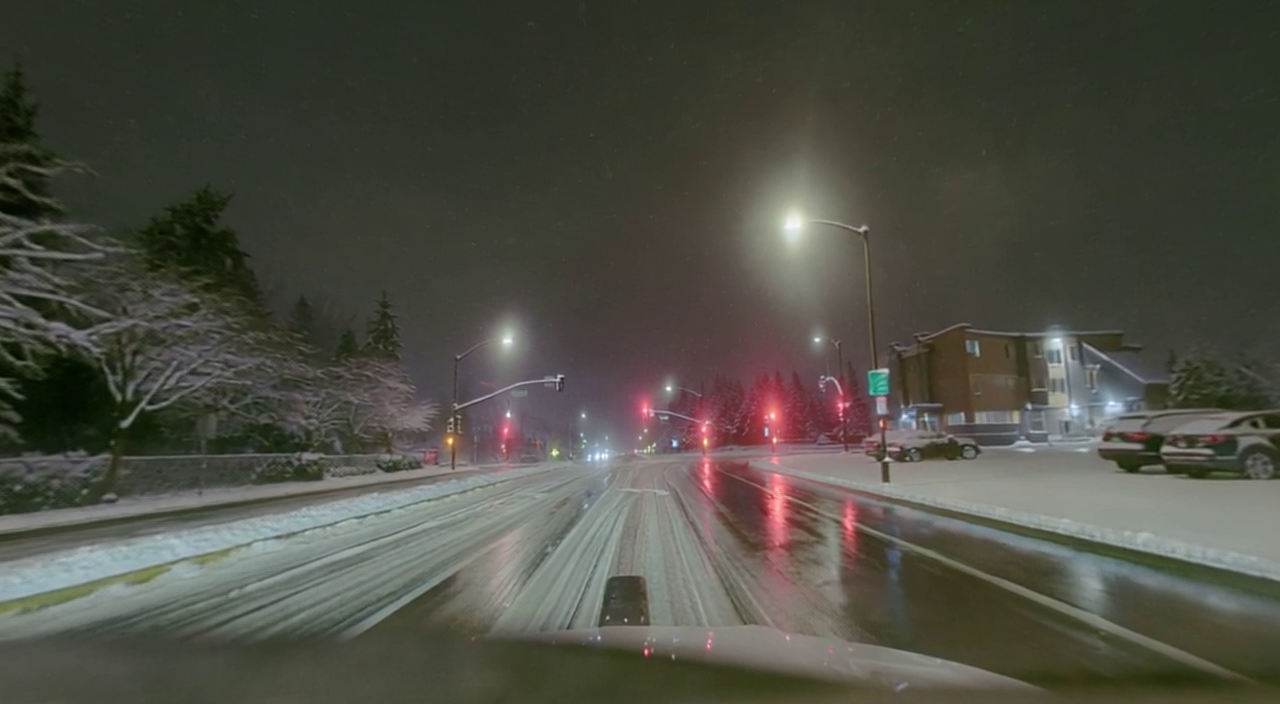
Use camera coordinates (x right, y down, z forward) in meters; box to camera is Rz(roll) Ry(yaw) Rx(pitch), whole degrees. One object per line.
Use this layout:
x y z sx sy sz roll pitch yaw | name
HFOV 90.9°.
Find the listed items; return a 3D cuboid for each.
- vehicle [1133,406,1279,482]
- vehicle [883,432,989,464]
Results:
13.629 1.964 13.531 4.343 1.500 2.011 0 -8 1 | vehicle
14.273 4.645 30.542 4.167 1.476 1.871 0 -8 1 | vehicle
